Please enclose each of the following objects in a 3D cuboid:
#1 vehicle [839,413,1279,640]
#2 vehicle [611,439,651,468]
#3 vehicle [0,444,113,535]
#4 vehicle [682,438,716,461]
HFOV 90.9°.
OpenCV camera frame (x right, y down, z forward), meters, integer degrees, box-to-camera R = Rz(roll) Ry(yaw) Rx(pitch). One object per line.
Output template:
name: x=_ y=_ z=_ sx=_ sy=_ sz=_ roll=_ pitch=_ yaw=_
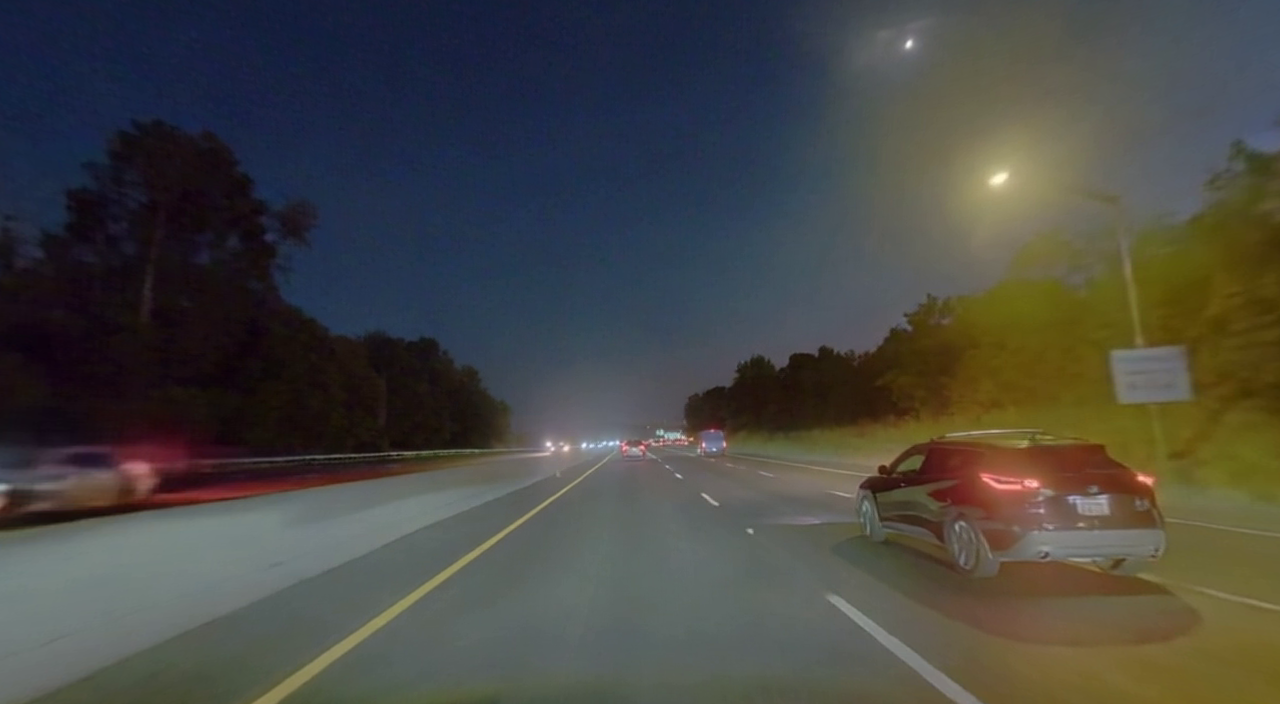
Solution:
vehicle: x=3.888 y=1.482 z=6.633 sx=1.961 sy=1.495 sz=4.743 roll=0 pitch=-8 yaw=-1
vehicle: x=-0.518 y=5.500 z=34.618 sx=2.055 sy=1.466 sz=4.317 roll=0 pitch=-8 yaw=-1
vehicle: x=-11.277 y=2.210 z=10.025 sx=1.949 sy=1.422 sz=4.500 roll=0 pitch=-8 yaw=-1
vehicle: x=4.214 y=6.972 z=45.392 sx=1.995 sy=1.556 sz=3.893 roll=0 pitch=-8 yaw=-2
